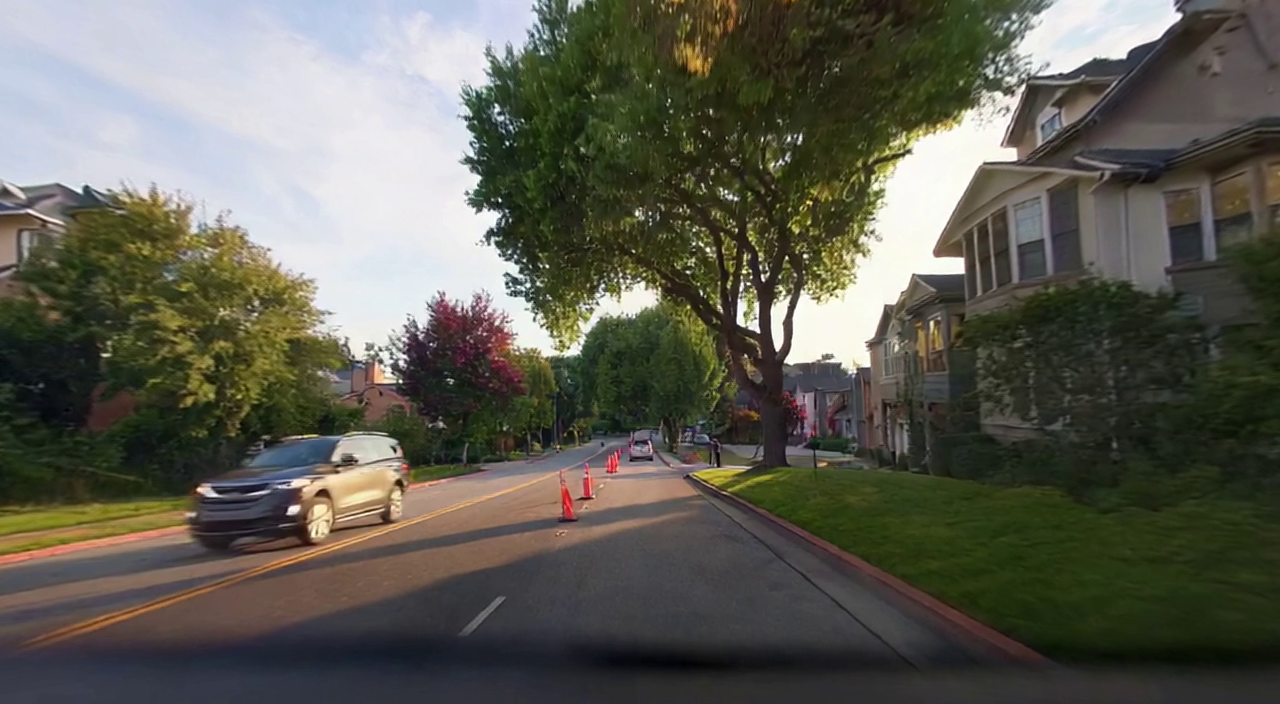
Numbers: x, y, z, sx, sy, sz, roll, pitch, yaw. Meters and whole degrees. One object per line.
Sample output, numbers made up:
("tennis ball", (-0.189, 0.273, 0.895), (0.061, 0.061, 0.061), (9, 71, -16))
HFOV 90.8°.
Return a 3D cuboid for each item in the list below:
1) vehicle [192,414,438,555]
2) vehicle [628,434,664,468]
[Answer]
("vehicle", (-6.156, 2.553, 13.028), (2.131, 2.256, 5.381), (0, -9, 0))
("vehicle", (0.335, 6.370, 40.691), (2.169, 2.015, 5.206), (0, -9, 0))
